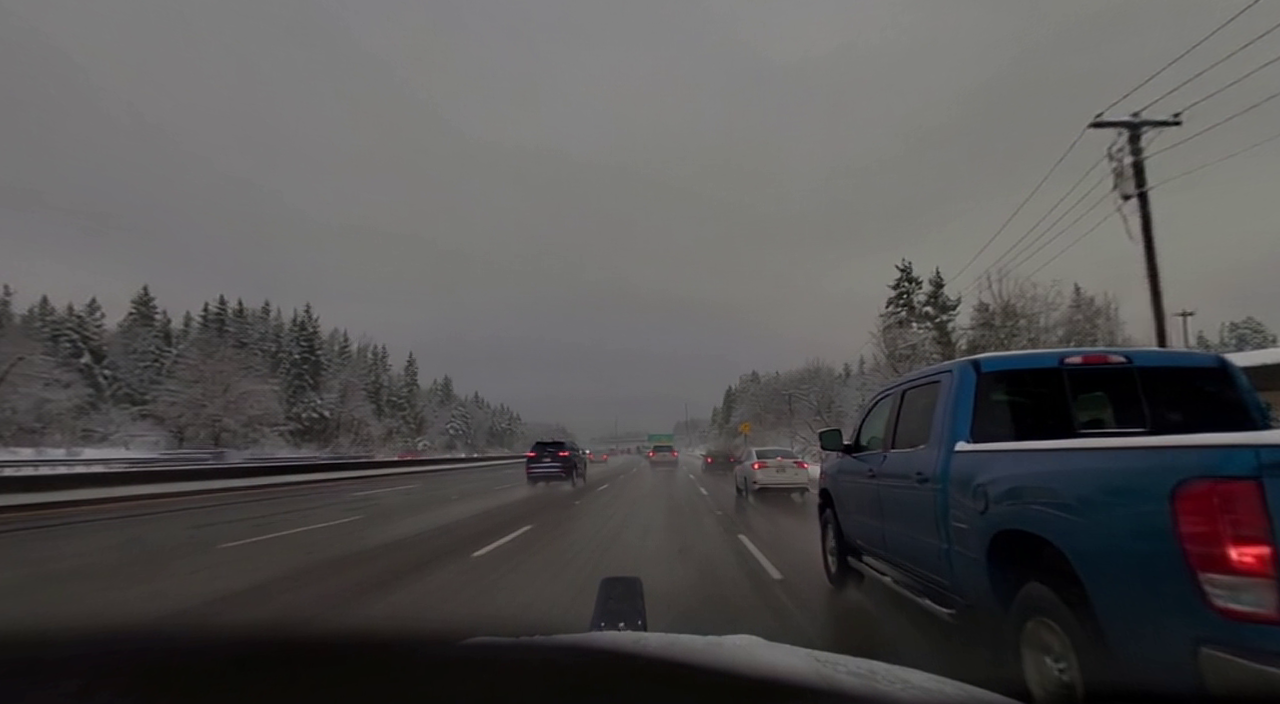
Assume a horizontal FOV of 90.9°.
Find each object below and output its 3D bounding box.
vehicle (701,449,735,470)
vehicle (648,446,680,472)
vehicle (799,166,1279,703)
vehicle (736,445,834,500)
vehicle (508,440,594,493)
[{"bbox_3d":[5.725,7.936,46.687,2.072,1.456,4.537,0,-8,2],"label":"vehicle"},{"bbox_3d":[1.636,7.320,43.390,2.080,1.682,4.150,0,-8,2],"label":"vehicle"},{"bbox_3d":[3.387,1.015,4.685,3.024,2.092,6.797,-1,-8,4],"label":"vehicle"},{"bbox_3d":[4.381,3.702,19.817,2.111,1.498,4.466,0,-8,2],"label":"vehicle"},{"bbox_3d":[-3.092,4.112,23.058,2.209,1.714,4.576,-1,-8,4],"label":"vehicle"}]
